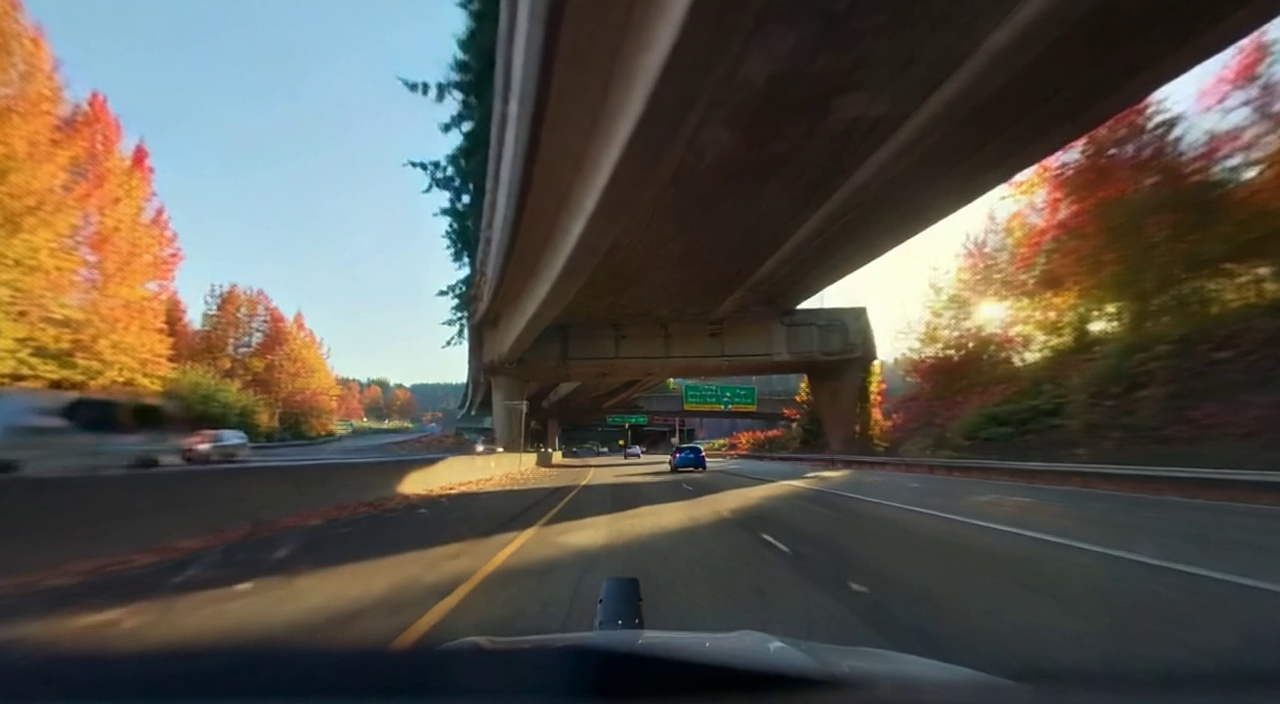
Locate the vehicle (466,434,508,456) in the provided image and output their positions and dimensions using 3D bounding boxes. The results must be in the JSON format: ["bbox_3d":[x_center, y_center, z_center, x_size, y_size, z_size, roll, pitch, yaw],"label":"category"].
[{"bbox_3d":[-10.844,6.662,44.659,2.075,1.502,4.483,0,-9,-3],"label":"vehicle"}]

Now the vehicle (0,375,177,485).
[{"bbox_3d":[-9.599,1.267,9.801,1.812,1.479,3.751,0,-9,0],"label":"vehicle"}]

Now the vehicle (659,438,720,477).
[{"bbox_3d":[2.191,4.879,29.024,2.337,1.633,4.222,0,-9,-2],"label":"vehicle"}]
